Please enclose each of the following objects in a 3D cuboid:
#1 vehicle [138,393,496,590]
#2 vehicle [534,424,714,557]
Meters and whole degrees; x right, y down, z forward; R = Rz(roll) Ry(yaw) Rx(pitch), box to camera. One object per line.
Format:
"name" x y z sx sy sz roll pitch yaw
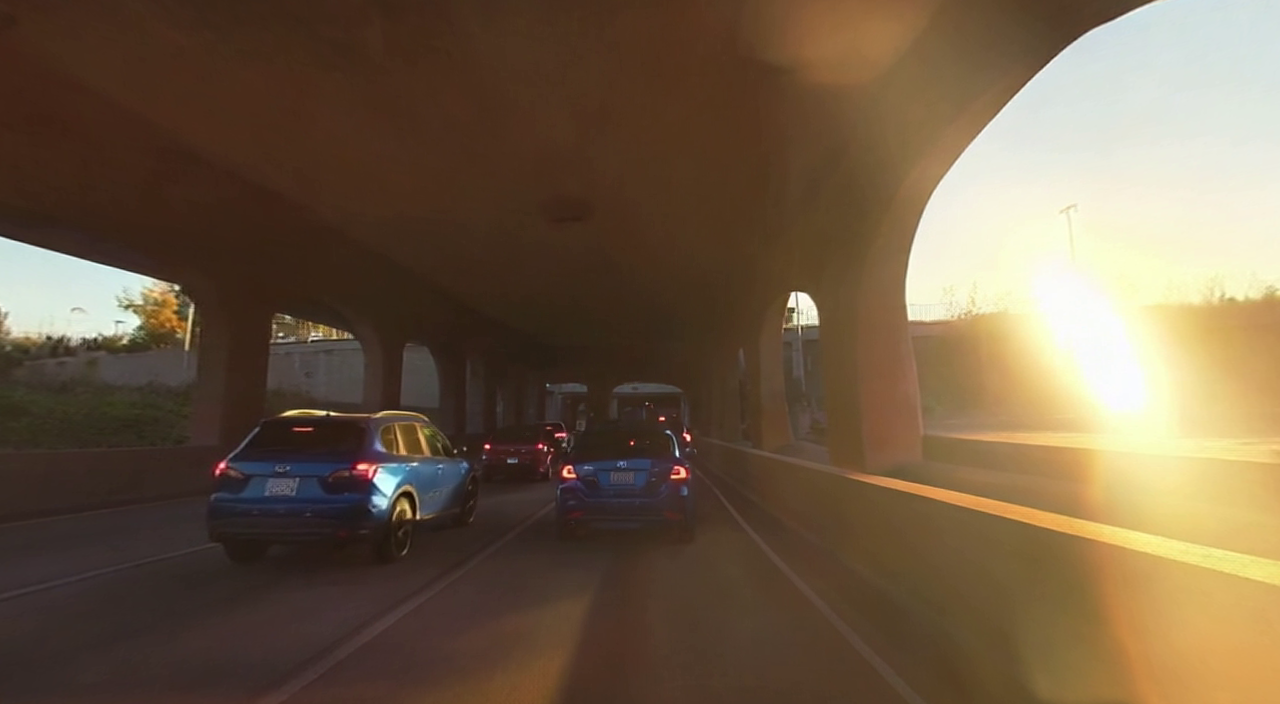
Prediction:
"vehicle" -3.454 1.595 8.041 2.017 1.761 4.572 0 -8 2
"vehicle" -0.096 1.863 9.205 2.020 1.478 4.092 -1 -8 3
